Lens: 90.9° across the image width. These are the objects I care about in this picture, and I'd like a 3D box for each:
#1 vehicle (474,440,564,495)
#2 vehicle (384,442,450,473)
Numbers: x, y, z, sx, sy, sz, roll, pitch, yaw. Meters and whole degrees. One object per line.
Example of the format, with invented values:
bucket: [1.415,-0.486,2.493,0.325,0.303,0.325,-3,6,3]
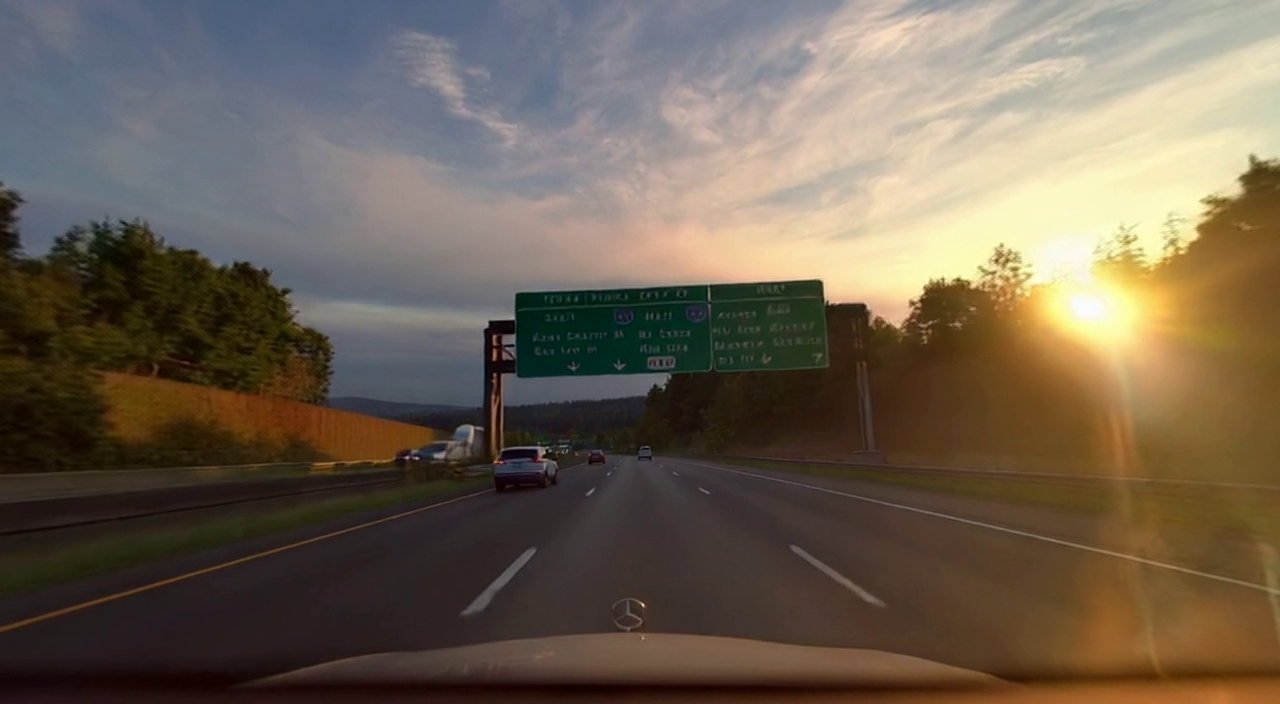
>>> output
vehicle: [-3.800,3.721,20.612,2.028,1.584,4.481,0,-9,0]
vehicle: [-11.778,5.589,33.627,1.925,1.519,4.505,0,-9,0]
